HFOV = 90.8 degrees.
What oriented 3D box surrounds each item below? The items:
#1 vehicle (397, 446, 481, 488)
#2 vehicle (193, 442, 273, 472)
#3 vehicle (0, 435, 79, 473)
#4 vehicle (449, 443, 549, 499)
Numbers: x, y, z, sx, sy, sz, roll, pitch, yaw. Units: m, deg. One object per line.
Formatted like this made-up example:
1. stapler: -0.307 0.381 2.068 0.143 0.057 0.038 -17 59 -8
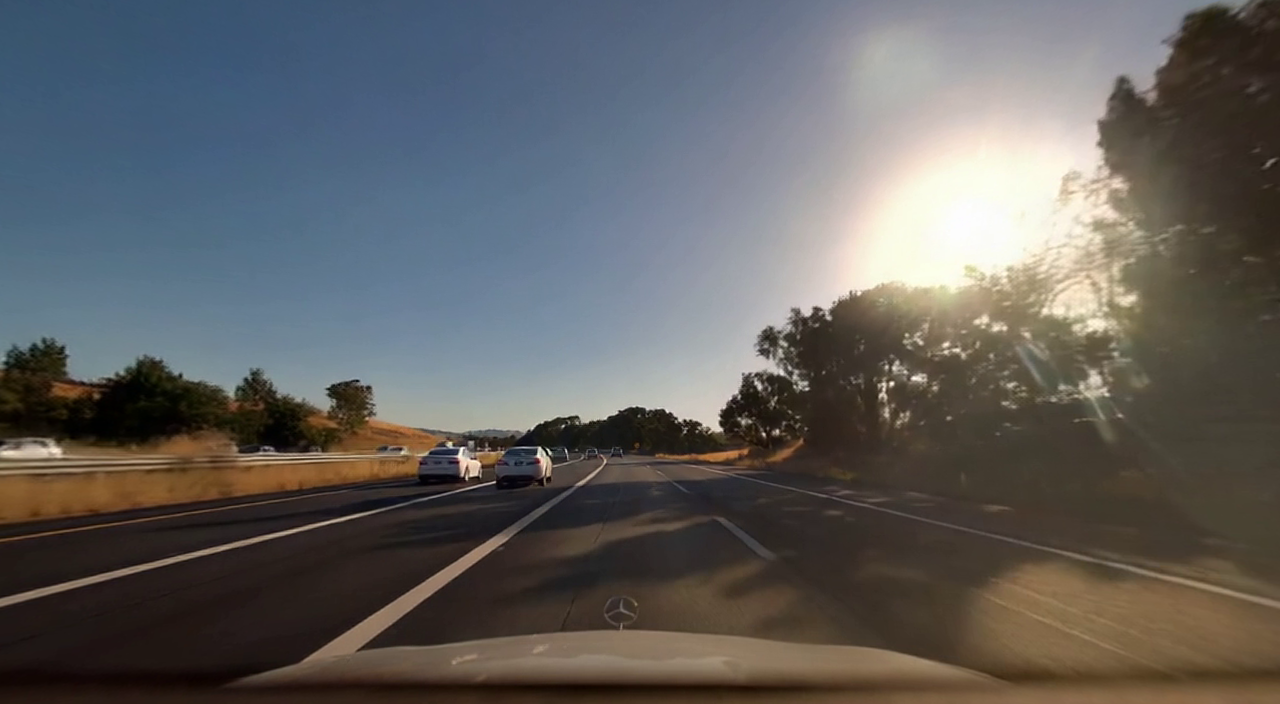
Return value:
1. vehicle: -7.916 4.554 25.297 2.023 1.519 4.150 0 -9 0
2. vehicle: -25.306 6.532 39.501 1.938 1.683 4.633 0 -9 -1
3. vehicle: -36.899 5.950 36.860 2.643 2.131 6.261 0 -9 -1
4. vehicle: -4.192 3.622 19.636 2.073 1.516 4.478 0 -9 0
